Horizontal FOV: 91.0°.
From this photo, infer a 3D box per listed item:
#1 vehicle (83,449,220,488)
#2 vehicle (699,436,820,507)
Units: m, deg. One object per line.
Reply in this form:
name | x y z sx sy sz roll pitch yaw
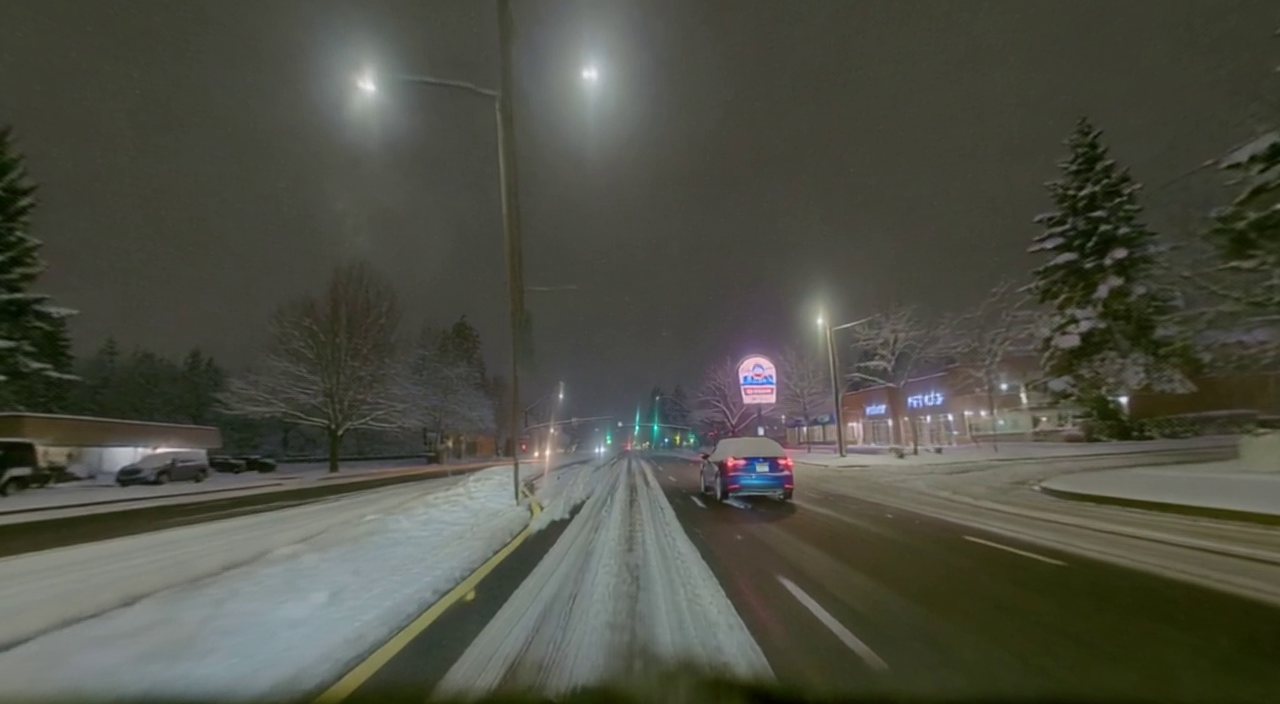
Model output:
vehicle | -28.580 6.810 37.183 6.011 2.042 2.375 5 -10 -31
vehicle | 2.731 2.852 15.504 2.015 1.479 4.444 0 -9 -1
